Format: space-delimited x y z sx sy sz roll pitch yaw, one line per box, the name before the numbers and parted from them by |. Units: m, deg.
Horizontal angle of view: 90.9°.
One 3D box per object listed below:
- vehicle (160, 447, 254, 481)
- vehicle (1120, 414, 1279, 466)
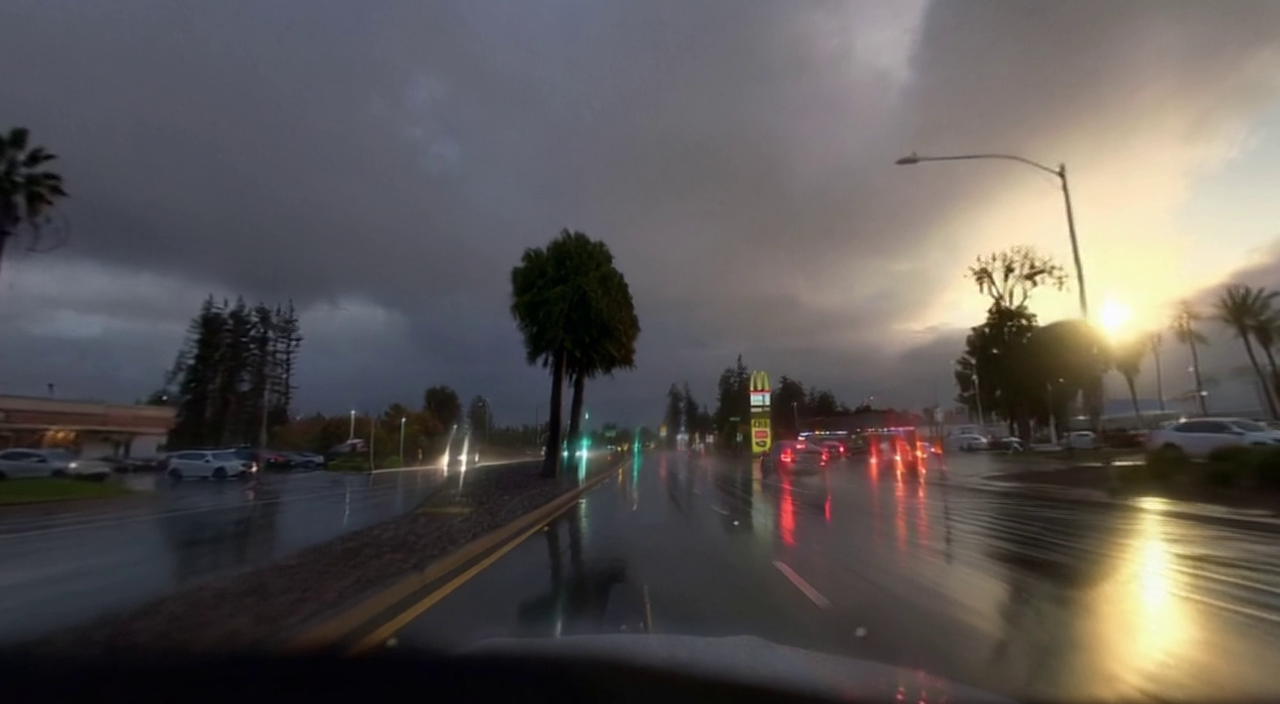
vehicle | -32.190 8.457 47.174 2.415 2.234 6.082 -2 -12 3
vehicle | 18.436 2.800 20.025 4.691 1.545 1.900 -1 -8 4
